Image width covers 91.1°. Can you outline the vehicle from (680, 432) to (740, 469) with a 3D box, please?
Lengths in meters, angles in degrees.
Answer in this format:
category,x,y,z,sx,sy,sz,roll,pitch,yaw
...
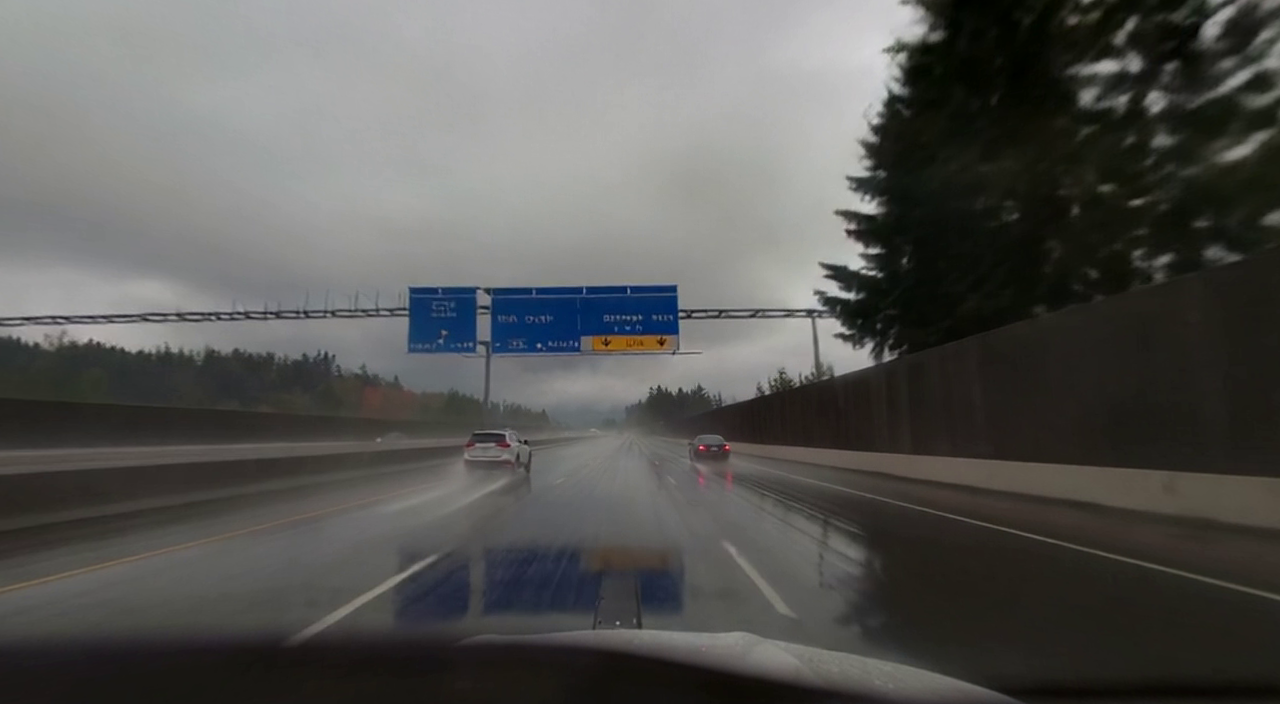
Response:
category,x,y,z,sx,sy,sz,roll,pitch,yaw
vehicle,3.048,4.381,28.401,2.077,1.523,4.539,0,-8,-2

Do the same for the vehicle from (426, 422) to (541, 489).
category,x,y,z,sx,sy,sz,roll,pitch,yaw
vehicle,-4.238,2.860,17.813,2.219,1.660,4.153,0,-8,-1
